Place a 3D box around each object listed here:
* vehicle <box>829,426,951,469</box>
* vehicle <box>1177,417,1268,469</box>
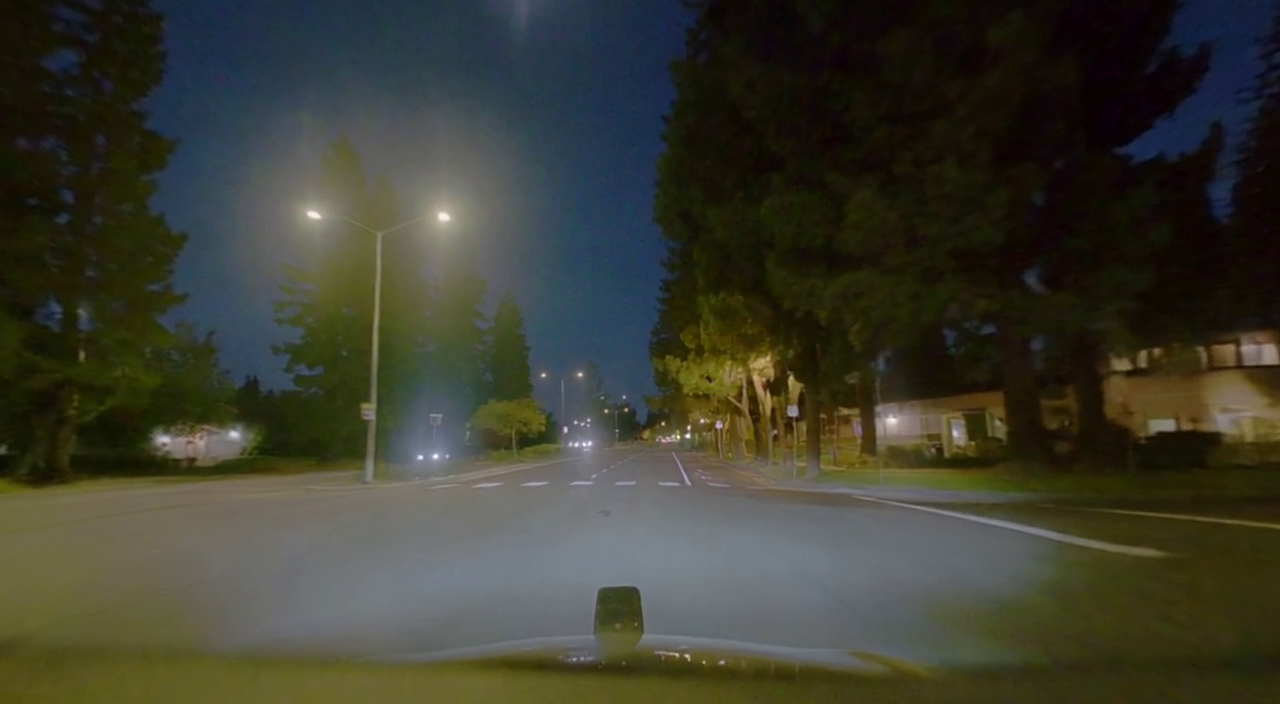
[{"bbox_3d":[10.667,4.053,27.283,2.199,1.661,4.495,4,-8,-28],"label":"vehicle"},{"bbox_3d":[19.769,3.030,21.438,1.979,1.560,4.241,-7,-9,43],"label":"vehicle"}]
